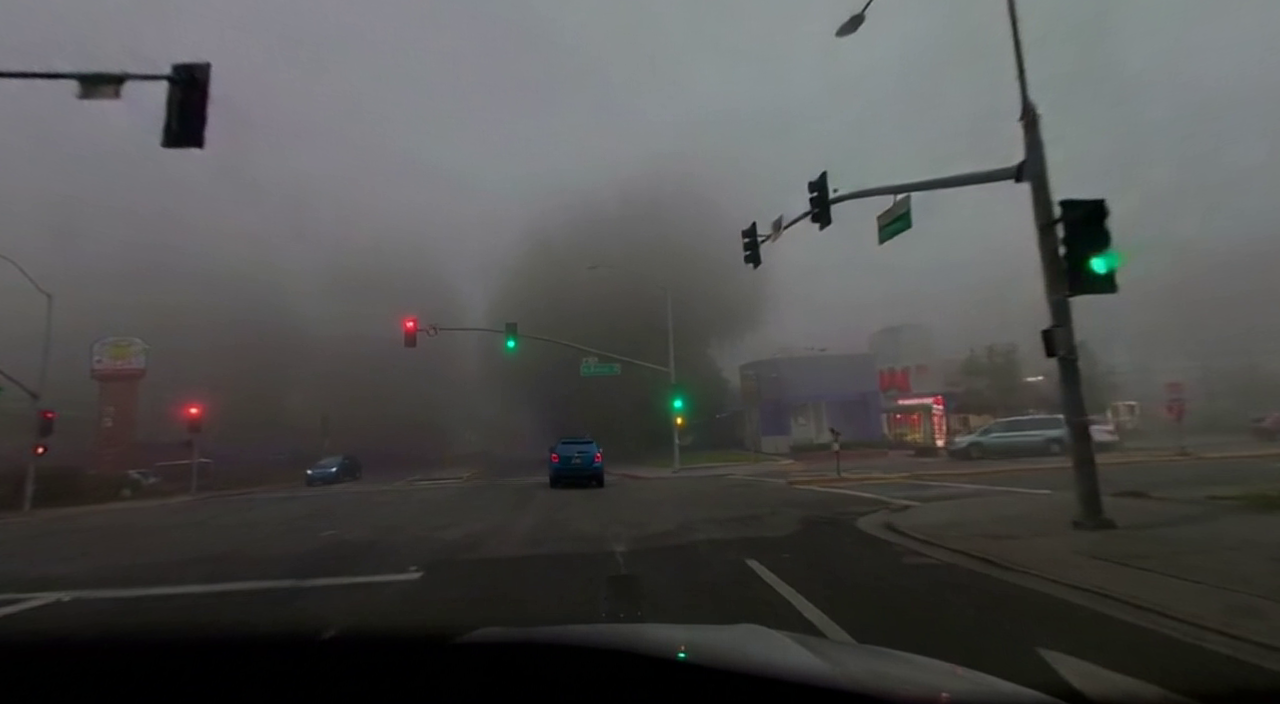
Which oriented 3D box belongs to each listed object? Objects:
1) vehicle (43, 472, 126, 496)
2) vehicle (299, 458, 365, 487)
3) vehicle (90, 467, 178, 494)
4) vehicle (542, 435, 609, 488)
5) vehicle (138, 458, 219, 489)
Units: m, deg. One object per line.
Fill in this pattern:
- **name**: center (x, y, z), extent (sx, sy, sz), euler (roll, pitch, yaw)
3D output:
- **vehicle**: center (-38.540, 9.164, 43.930), extent (3.894, 1.446, 1.760), euler (1, -9, -9)
- **vehicle**: center (-17.881, 6.982, 36.930), extent (1.873, 1.483, 4.657), euler (0, -8, -5)
- **vehicle**: center (-31.656, 8.032, 39.716), extent (2.004, 1.479, 4.230), euler (0, -9, 0)
- **vehicle**: center (-2.360, 3.939, 23.034), extent (2.227, 1.733, 3.930), euler (1, -8, -6)
- **vehicle**: center (-28.224, 7.425, 38.812), extent (2.142, 1.671, 4.083), euler (1, -9, -7)
